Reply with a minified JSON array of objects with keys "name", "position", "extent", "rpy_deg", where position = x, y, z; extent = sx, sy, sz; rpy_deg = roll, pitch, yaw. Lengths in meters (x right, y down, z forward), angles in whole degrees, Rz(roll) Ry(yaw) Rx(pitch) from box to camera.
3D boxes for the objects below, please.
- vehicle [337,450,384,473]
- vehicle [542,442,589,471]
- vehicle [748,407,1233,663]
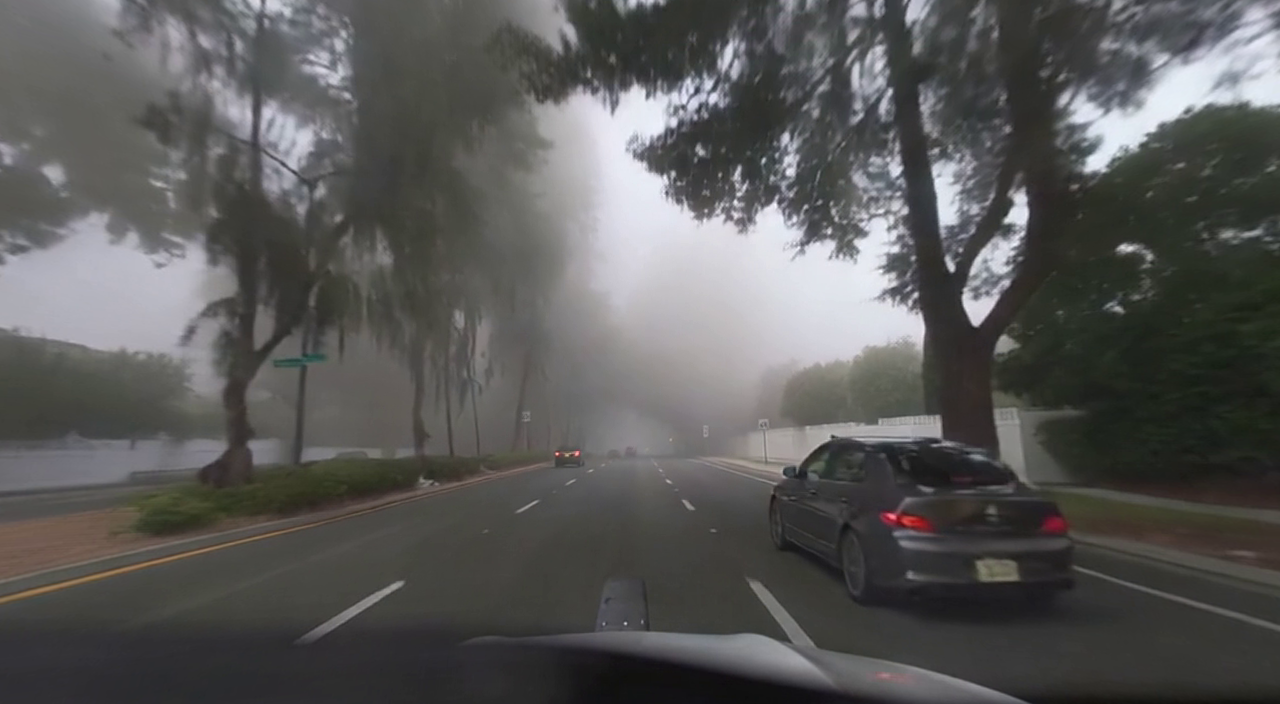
[{"name":"vehicle","position":[-21.909,8.568,49.540],"extent":[1.816,1.717,4.024],"rpy_deg":[0,-9,0]},{"name":"vehicle","position":[-3.997,5.684,34.485],"extent":[2.011,1.480,4.517],"rpy_deg":[0,-9,0]},{"name":"vehicle","position":[2.502,1.432,6.083],"extent":[1.992,1.511,4.464],"rpy_deg":[0,-9,-2]}]
